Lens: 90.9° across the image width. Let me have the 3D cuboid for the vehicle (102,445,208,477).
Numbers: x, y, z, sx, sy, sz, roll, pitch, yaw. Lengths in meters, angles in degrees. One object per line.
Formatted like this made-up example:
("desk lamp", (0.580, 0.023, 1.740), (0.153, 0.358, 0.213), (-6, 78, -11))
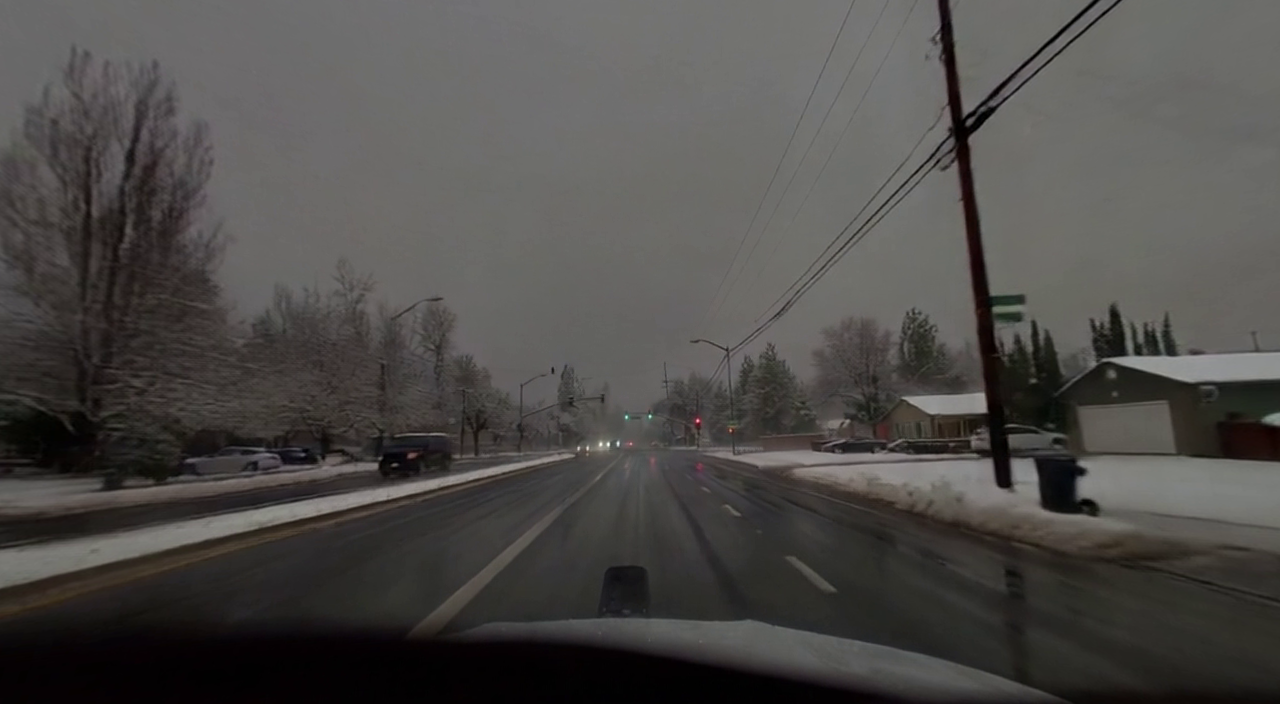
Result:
("vehicle", (-22.204, 4.999, 28.957), (3.459, 1.419, 1.631), (0, -9, -2))

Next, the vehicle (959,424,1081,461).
("vehicle", (18.478, 4.431, 30.835), (4.591, 1.718, 2.107), (0, -9, -2))

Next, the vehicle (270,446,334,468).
("vehicle", (-22.532, 7.010, 42.081), (3.348, 1.380, 1.584), (2, -8, -7))

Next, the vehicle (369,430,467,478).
("vehicle", (-10.040, 4.660, 29.127), (2.294, 1.975, 5.773), (0, -9, 1))

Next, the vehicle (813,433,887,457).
("vehicle", (15.275, 6.803, 46.056), (4.625, 1.467, 1.991), (-3, -8, 2))
